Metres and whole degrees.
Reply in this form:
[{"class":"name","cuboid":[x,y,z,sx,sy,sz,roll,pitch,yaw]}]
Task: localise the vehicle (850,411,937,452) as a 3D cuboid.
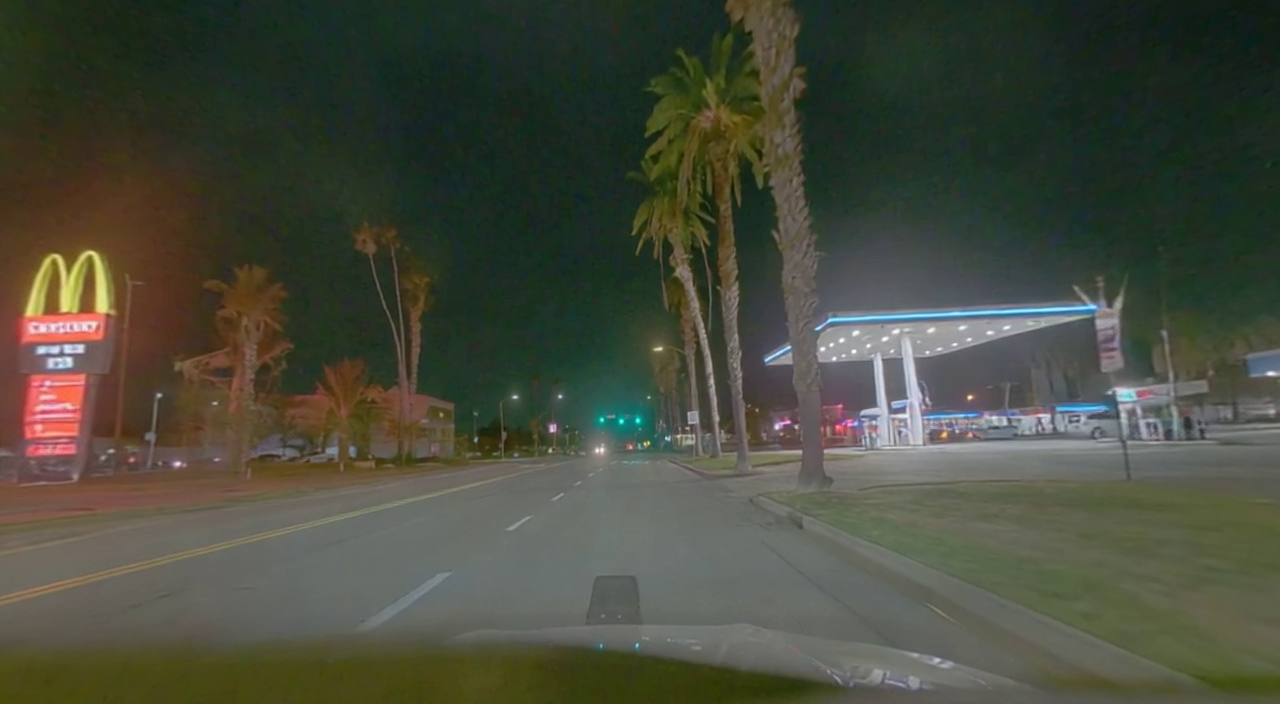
[{"class":"vehicle","cuboid":[16.026,5.075,39.661,5.529,2.395,2.399,6,-10,-35]}]
